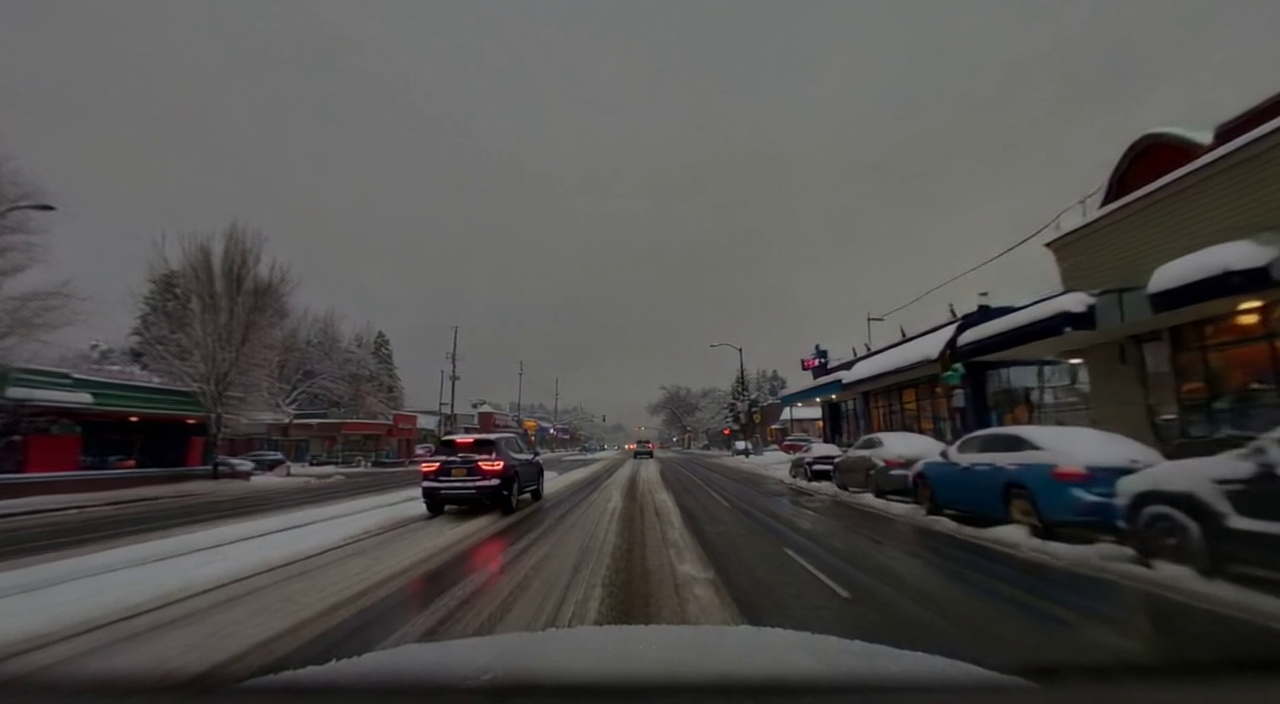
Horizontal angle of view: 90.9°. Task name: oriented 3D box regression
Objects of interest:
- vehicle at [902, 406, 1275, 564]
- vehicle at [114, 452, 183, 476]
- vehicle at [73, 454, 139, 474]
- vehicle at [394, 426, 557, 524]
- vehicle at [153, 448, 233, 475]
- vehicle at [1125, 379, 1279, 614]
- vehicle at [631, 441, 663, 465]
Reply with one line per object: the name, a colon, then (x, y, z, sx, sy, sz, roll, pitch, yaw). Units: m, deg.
vehicle: (6.370, 1.968, 10.089, 2.116, 1.836, 5.235, 0, -9, 0)
vehicle: (-35.509, 8.052, 45.478, 4.731, 1.511, 1.768, -5, -7, 22)
vehicle: (-39.988, 8.366, 47.206, 4.129, 1.442, 1.732, -3, -9, 18)
vehicle: (-3.086, 2.436, 12.953, 2.049, 1.646, 4.445, 0, -9, 1)
vehicle: (-31.053, 7.610, 43.773, 4.589, 1.779, 2.154, -3, -9, 20)
vehicle: (6.302, 1.056, 4.348, 2.128, 1.900, 4.724, 0, -9, 1)
vehicle: (0.448, 6.688, 41.949, 2.037, 1.484, 4.073, 0, -9, 0)
